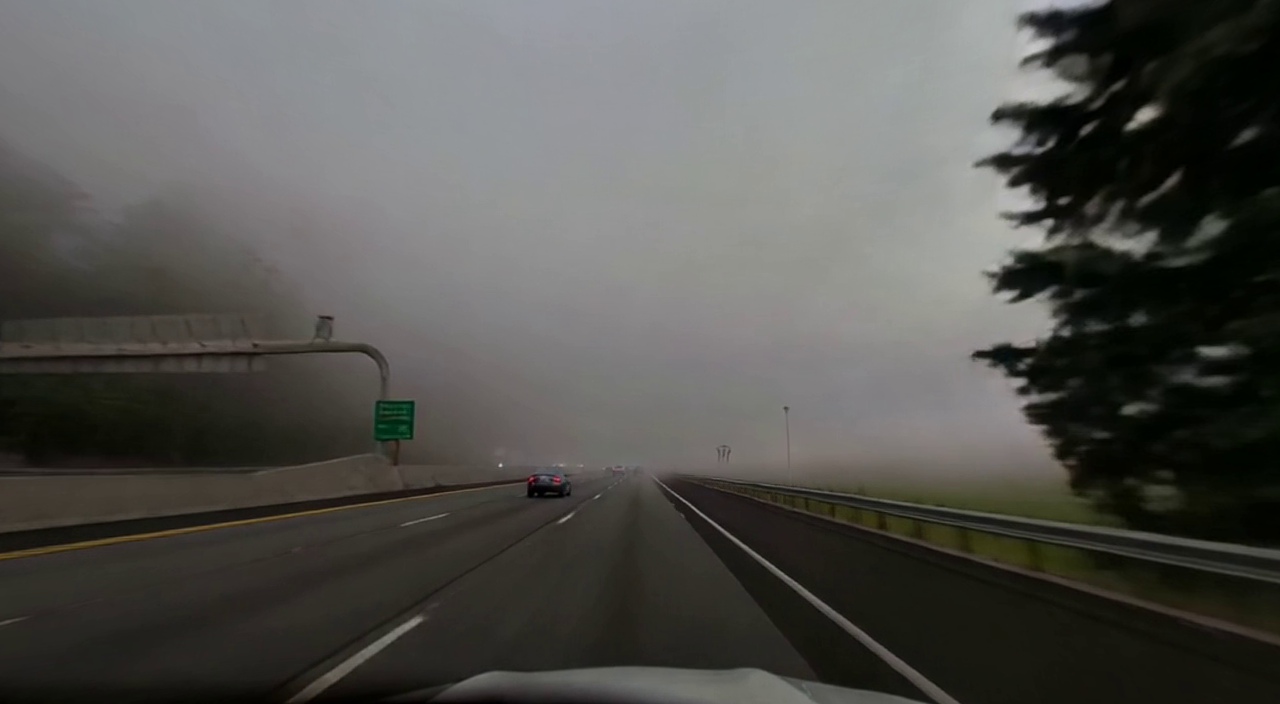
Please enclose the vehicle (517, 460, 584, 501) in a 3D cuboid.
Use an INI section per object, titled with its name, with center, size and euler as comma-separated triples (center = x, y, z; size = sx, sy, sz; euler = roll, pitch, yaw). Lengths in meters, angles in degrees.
[vehicle]
center = -3.568, 5.270, 26.076
size = 2.039, 1.505, 4.843
euler = 1, -10, 0
